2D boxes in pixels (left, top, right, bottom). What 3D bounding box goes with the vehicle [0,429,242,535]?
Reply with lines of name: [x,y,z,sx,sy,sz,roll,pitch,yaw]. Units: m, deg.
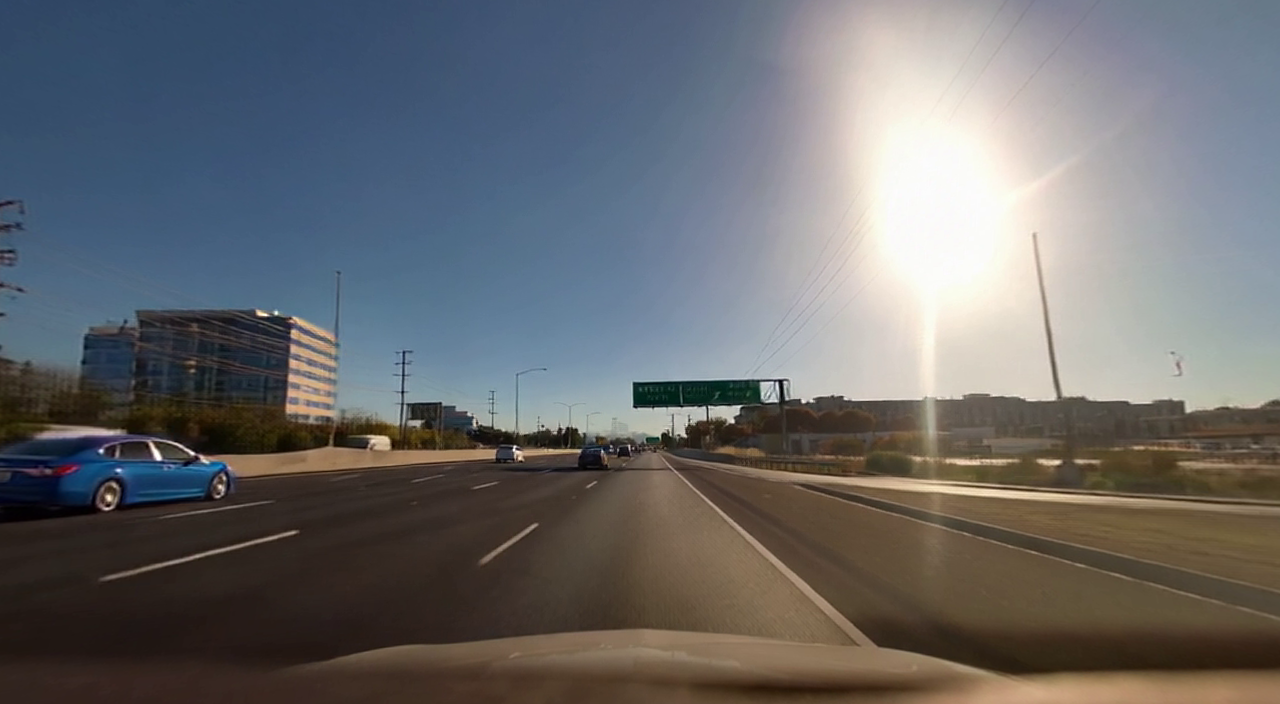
vehicle: [-9.966,2.245,11.623,2.002,1.526,4.822,0,-8,2]

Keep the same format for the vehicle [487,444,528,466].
vehicle: [-9.340,7.296,44.798,1.930,1.490,3.955,0,-8,2]

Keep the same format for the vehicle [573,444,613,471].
vehicle: [-2.828,6.400,38.531,2.050,1.479,4.342,0,-8,1]
